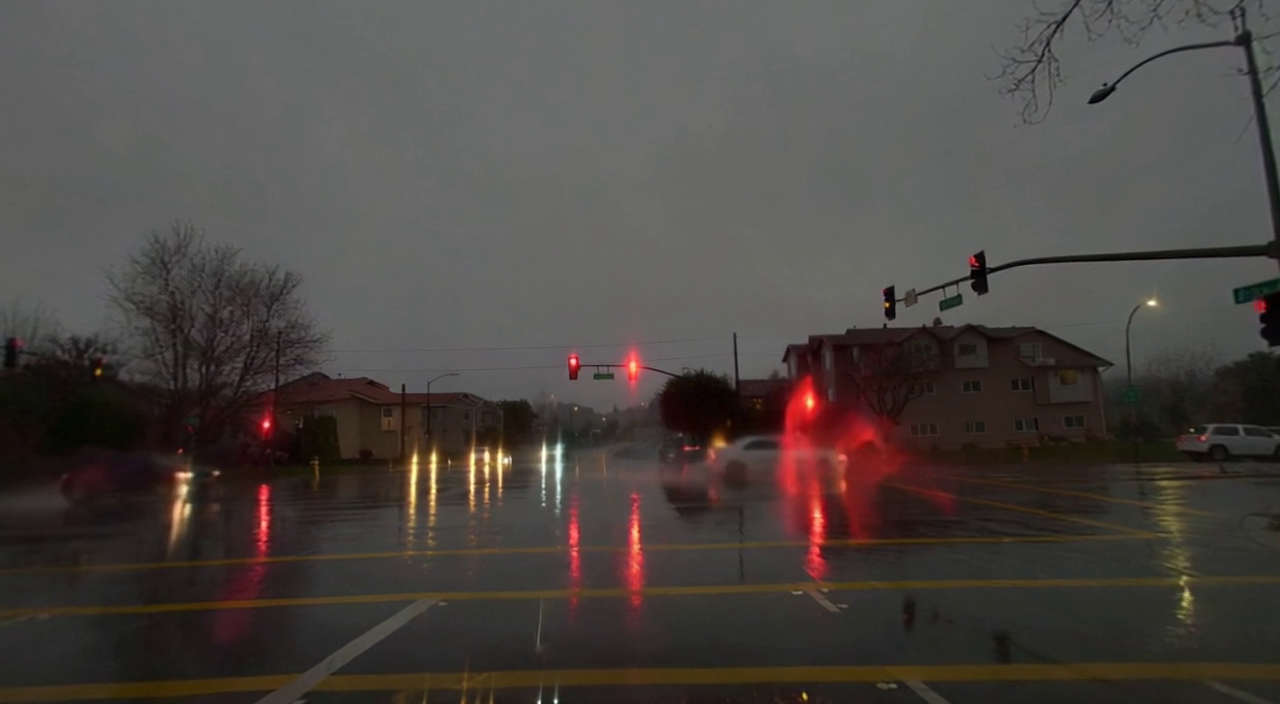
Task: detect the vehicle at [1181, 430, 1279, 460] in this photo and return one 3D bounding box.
[{"bbox_3d":[31.333,4.882,33.015,4.318,1.488,1.870,0,-9,-1],"label":"vehicle"}]

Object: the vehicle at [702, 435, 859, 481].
[{"bbox_3d":[4.645,3.589,21.506,4.823,1.449,2.017,0,-9,-1],"label":"vehicle"}]

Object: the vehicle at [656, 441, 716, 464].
[{"bbox_3d":[3.177,7.102,44.908,1.932,1.539,4.873,4,-10,-28],"label":"vehicle"}]

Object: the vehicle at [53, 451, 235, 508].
[{"bbox_3d":[-16.498,4.239,21.189,4.431,1.739,1.935,-1,-9,1],"label":"vehicle"}]

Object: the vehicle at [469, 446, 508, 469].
[{"bbox_3d":[-10.686,7.454,44.768,1.881,1.509,3.377,0,-9,1],"label":"vehicle"}]
